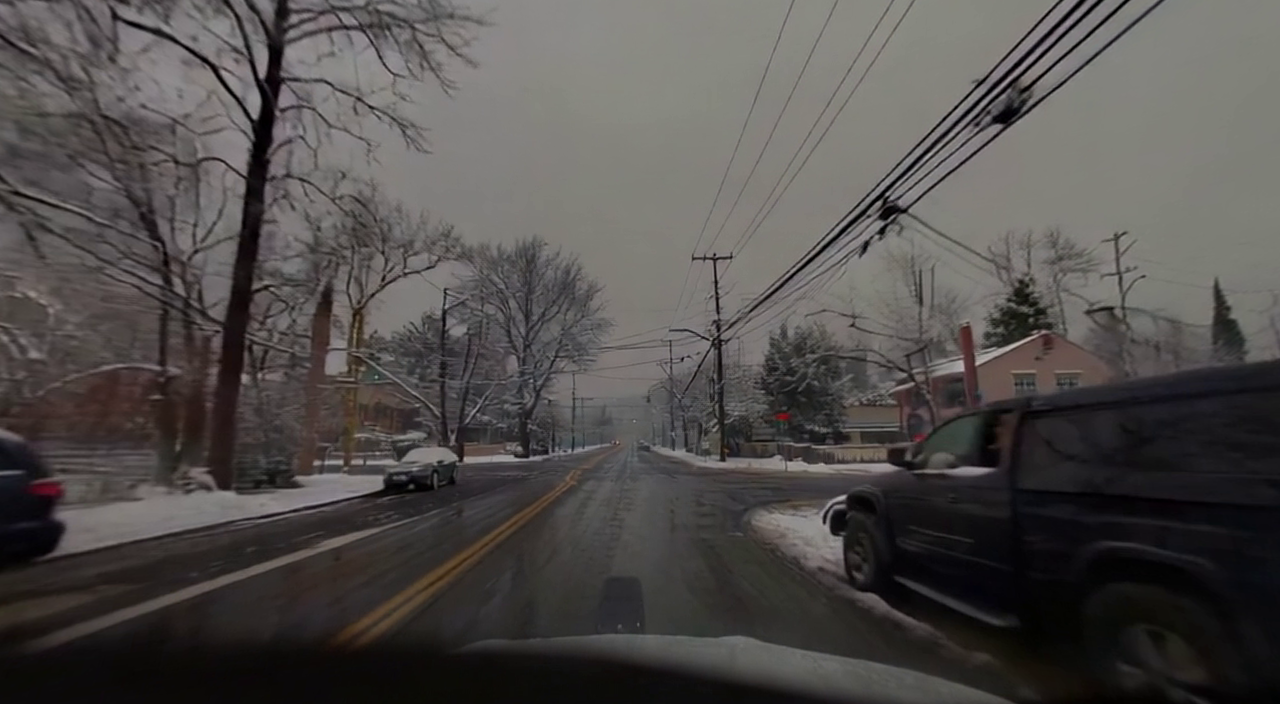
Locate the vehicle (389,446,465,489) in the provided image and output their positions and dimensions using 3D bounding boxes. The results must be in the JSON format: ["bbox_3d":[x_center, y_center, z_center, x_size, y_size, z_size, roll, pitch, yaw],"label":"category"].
[{"bbox_3d":[-7.893,4.279,23.864,1.902,1.456,4.451,1,-9,-8],"label":"vehicle"}]

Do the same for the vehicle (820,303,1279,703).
[{"bbox_3d":[3.239,1.054,4.265,2.202,1.805,5.756,0,-8,-2],"label":"vehicle"}]

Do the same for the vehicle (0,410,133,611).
[{"bbox_3d":[-6.831,1.225,4.339,2.151,1.789,5.482,0,-8,0],"label":"vehicle"}]
